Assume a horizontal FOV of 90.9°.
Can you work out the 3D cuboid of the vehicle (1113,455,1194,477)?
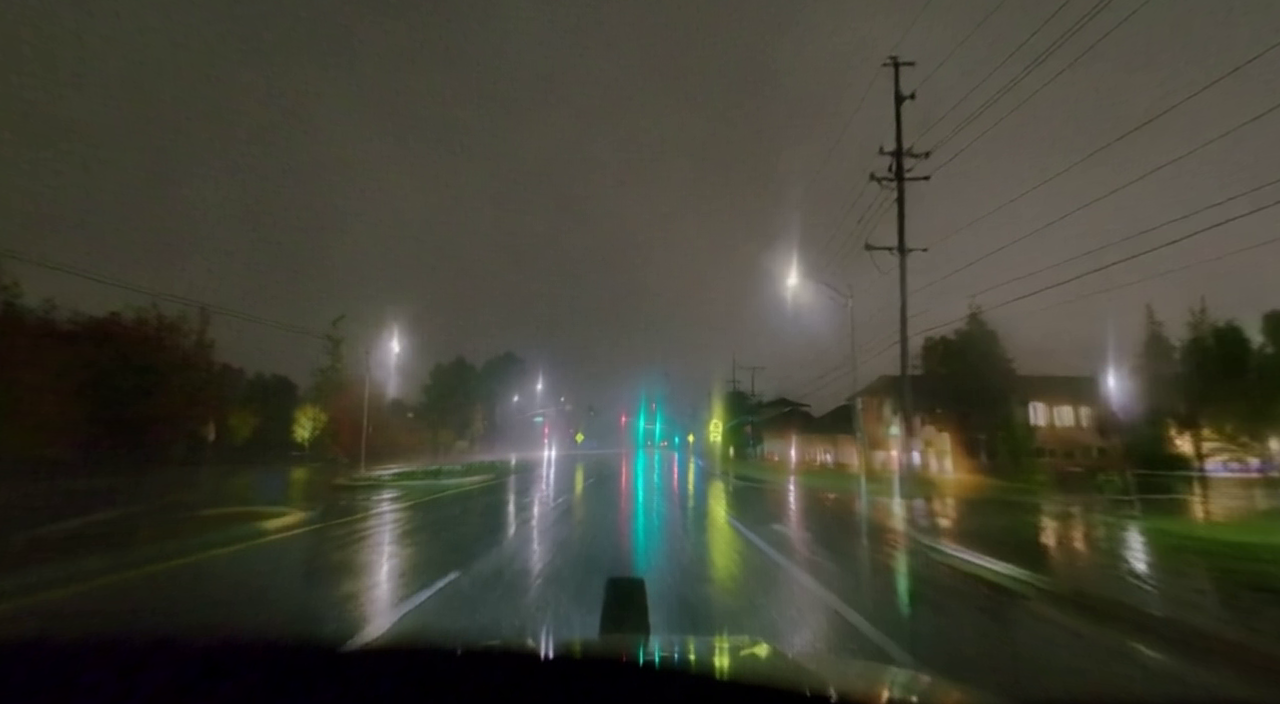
[{"bbox_3d":[37.052,8.213,45.480,4.681,1.488,1.954,3,-11,-15],"label":"vehicle"}]
